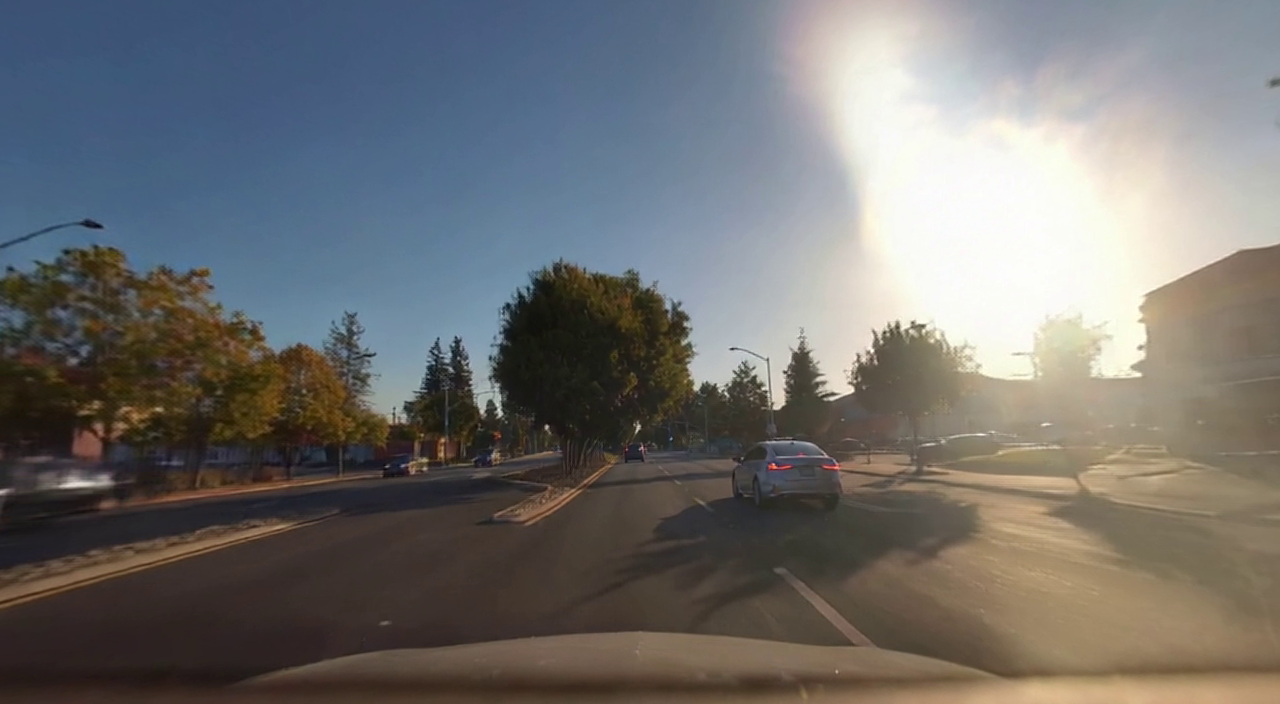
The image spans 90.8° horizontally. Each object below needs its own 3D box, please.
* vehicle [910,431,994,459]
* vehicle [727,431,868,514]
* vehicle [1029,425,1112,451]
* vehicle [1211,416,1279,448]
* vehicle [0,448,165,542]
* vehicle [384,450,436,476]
[{"bbox_3d":[19.979,5.943,40.559,4.376,1.735,1.854,0,-8,-2],"label":"vehicle"},{"bbox_3d":[3.456,2.739,14.933,1.995,1.616,4.729,0,-8,-2],"label":"vehicle"},{"bbox_3d":[32.350,6.456,47.548,4.597,1.886,2.143,0,-8,0],"label":"vehicle"},{"bbox_3d":[39.263,5.053,39.894,4.356,1.913,2.003,0,-8,-2],"label":"vehicle"},{"bbox_3d":[-12.440,2.771,12.671,2.044,1.631,4.777,0,-8,0],"label":"vehicle"},{"bbox_3d":[-16.662,8.011,46.004,2.032,1.728,4.633,0,-8,0],"label":"vehicle"}]
